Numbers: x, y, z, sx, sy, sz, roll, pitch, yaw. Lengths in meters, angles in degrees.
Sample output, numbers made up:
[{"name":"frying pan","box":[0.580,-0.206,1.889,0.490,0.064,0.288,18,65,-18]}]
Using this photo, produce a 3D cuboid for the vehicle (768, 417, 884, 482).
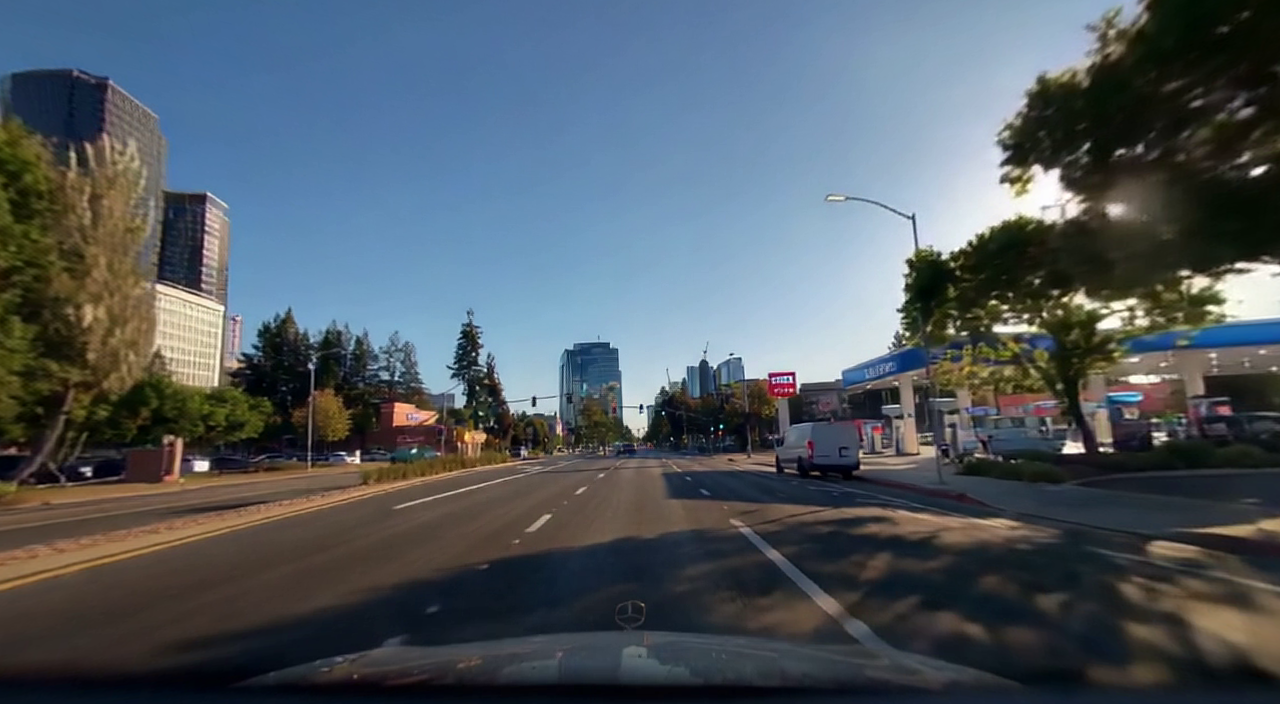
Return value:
[{"name":"vehicle","box":[7.409,4.016,26.124,2.764,2.327,6.492,0,-8,0]}]

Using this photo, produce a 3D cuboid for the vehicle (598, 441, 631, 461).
[{"name":"vehicle","box":[-1.967,7.711,49.302,2.082,1.460,4.442,-1,-8,4]}]
